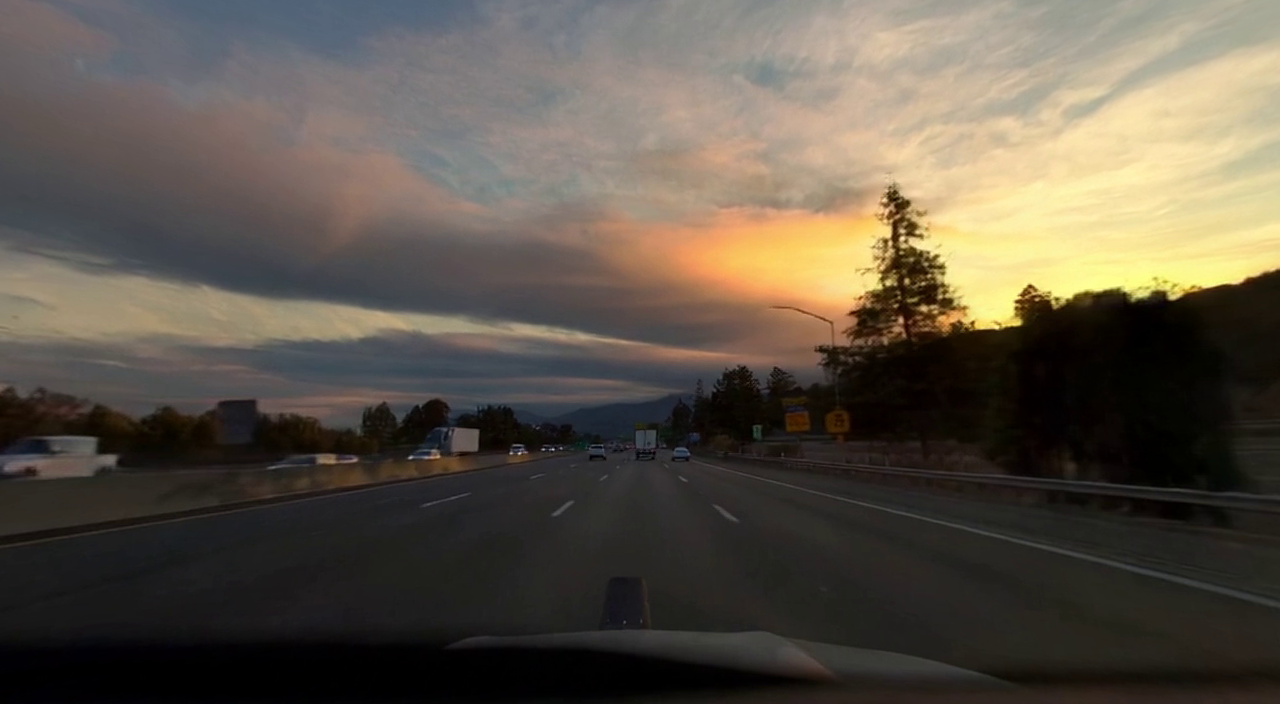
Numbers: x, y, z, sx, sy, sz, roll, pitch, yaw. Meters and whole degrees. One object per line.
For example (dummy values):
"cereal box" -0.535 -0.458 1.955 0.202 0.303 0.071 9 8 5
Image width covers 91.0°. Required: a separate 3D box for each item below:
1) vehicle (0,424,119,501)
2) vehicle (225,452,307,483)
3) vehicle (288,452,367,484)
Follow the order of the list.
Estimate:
"vehicle" -24.104 4.265 24.645 2.523 2.744 5.403 0 -8 2
"vehicle" -19.363 5.963 32.762 1.803 1.469 3.892 0 -8 1
"vehicle" -15.288 5.660 31.038 1.892 1.416 3.810 0 -8 0
